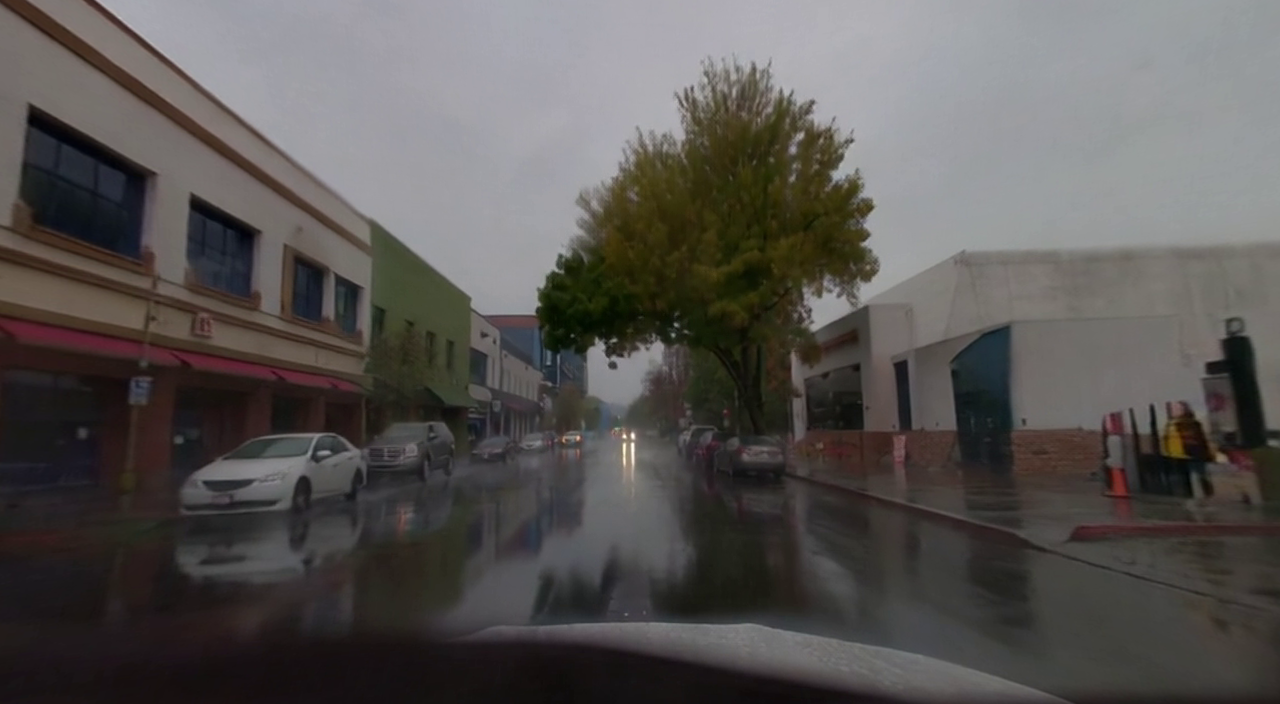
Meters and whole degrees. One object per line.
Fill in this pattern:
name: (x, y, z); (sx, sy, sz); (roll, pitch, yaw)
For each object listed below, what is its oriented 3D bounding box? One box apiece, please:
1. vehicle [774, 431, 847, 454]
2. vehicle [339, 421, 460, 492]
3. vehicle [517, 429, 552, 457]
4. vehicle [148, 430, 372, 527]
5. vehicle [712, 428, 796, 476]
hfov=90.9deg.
vehicle: (11.928, 6.354, 44.136); (4.499, 1.558, 2.007); (-5, -9, 28)
vehicle: (-7.303, 3.163, 19.776); (2.238, 1.891, 4.780); (-1, -7, -4)
vehicle: (-7.702, 6.788, 46.504); (1.996, 1.770, 5.518); (-2, -10, -4)
vehicle: (-7.244, 2.393, 12.732); (1.917, 1.487, 4.659); (-2, -8, -4)
vehicle: (3.892, 3.520, 22.452); (1.973, 1.494, 4.867); (0, -8, -1)
